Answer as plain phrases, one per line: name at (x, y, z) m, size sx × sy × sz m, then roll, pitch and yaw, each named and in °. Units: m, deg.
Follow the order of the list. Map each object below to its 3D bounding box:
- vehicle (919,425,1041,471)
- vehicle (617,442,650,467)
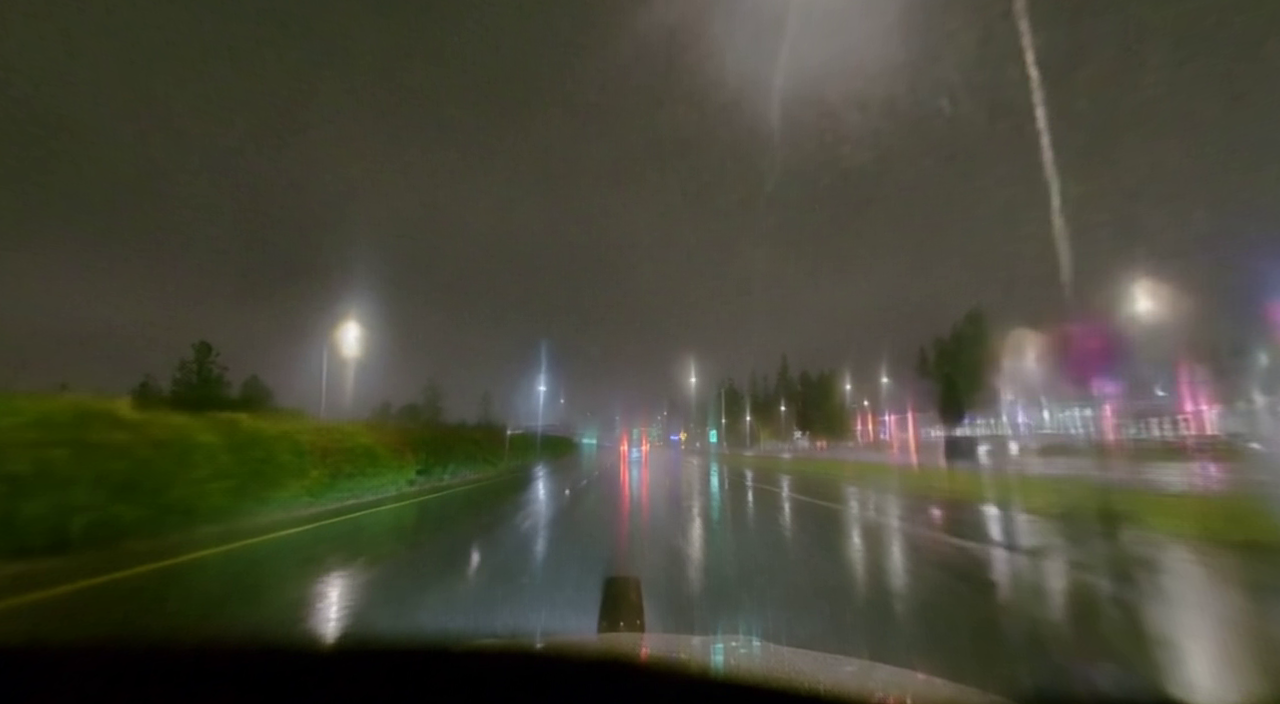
vehicle at (16.100, 4.637, 30.373) m, size 2.328 × 1.970 × 5.972 m, roll 0°, pitch -9°, yaw -2°
vehicle at (-0.438, 6.978, 43.010) m, size 2.110 × 1.555 × 4.431 m, roll 0°, pitch -9°, yaw -1°
